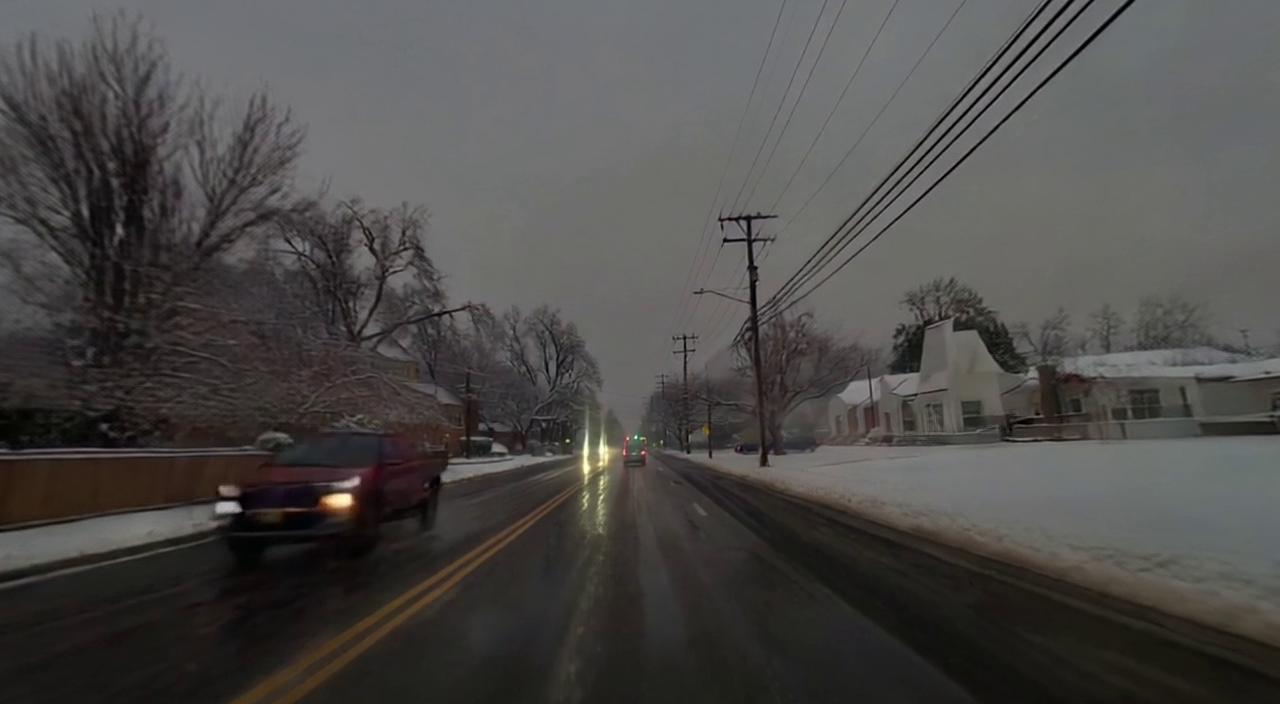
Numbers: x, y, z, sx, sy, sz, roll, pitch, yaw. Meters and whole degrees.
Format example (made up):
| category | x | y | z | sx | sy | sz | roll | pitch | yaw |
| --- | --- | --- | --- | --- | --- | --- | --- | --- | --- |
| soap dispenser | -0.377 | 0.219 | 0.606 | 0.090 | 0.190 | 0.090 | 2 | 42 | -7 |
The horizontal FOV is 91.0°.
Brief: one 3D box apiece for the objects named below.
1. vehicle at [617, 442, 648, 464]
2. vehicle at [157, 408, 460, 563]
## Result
| category | x | y | z | sx | sy | sz | roll | pitch | yaw |
| --- | --- | --- | --- | --- | --- | --- | --- | --- | --- |
| vehicle | -0.553 | 7.223 | 44.991 | 2.093 | 1.497 | 4.010 | 0 | -9 | -1 |
| vehicle | -4.822 | 2.025 | 10.333 | 2.212 | 1.906 | 4.958 | 0 | -9 | 0 |
